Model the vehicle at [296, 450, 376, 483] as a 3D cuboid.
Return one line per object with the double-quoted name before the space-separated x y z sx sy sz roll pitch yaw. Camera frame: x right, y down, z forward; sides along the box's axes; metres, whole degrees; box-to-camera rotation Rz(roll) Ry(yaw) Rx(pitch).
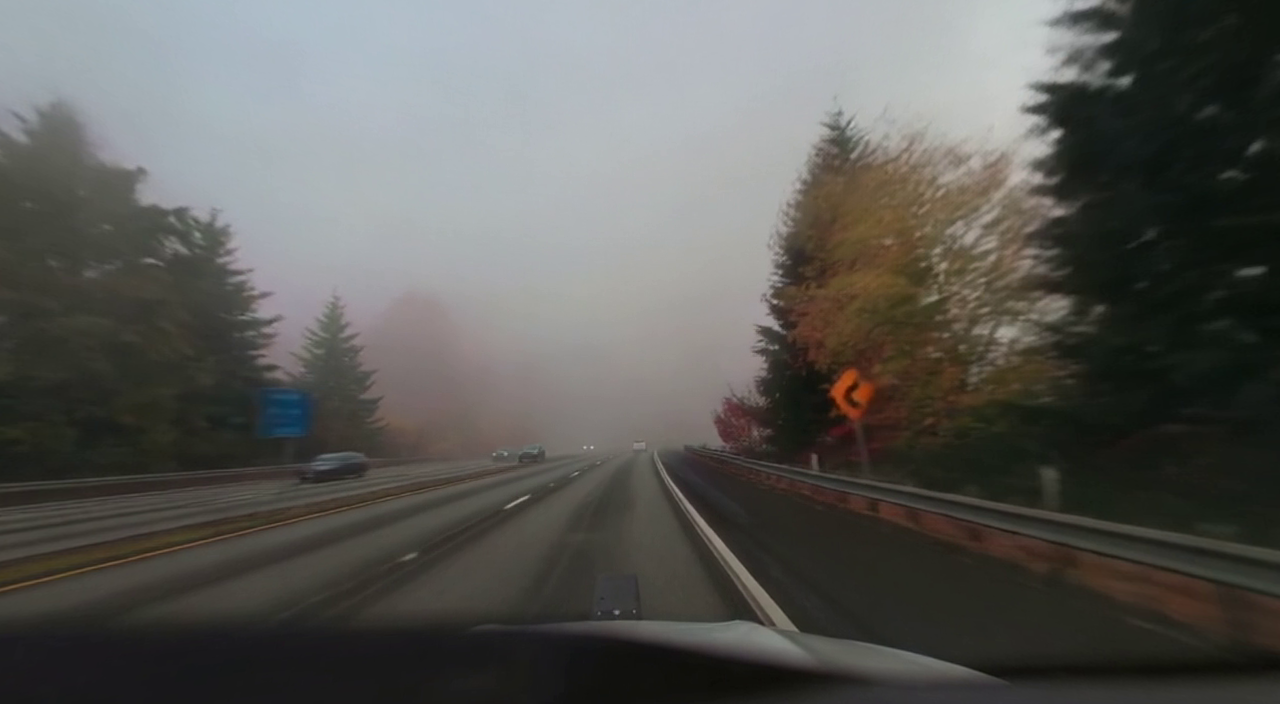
"vehicle" -14.942 5.608 31.193 1.969 1.449 3.961 -1 -8 1
